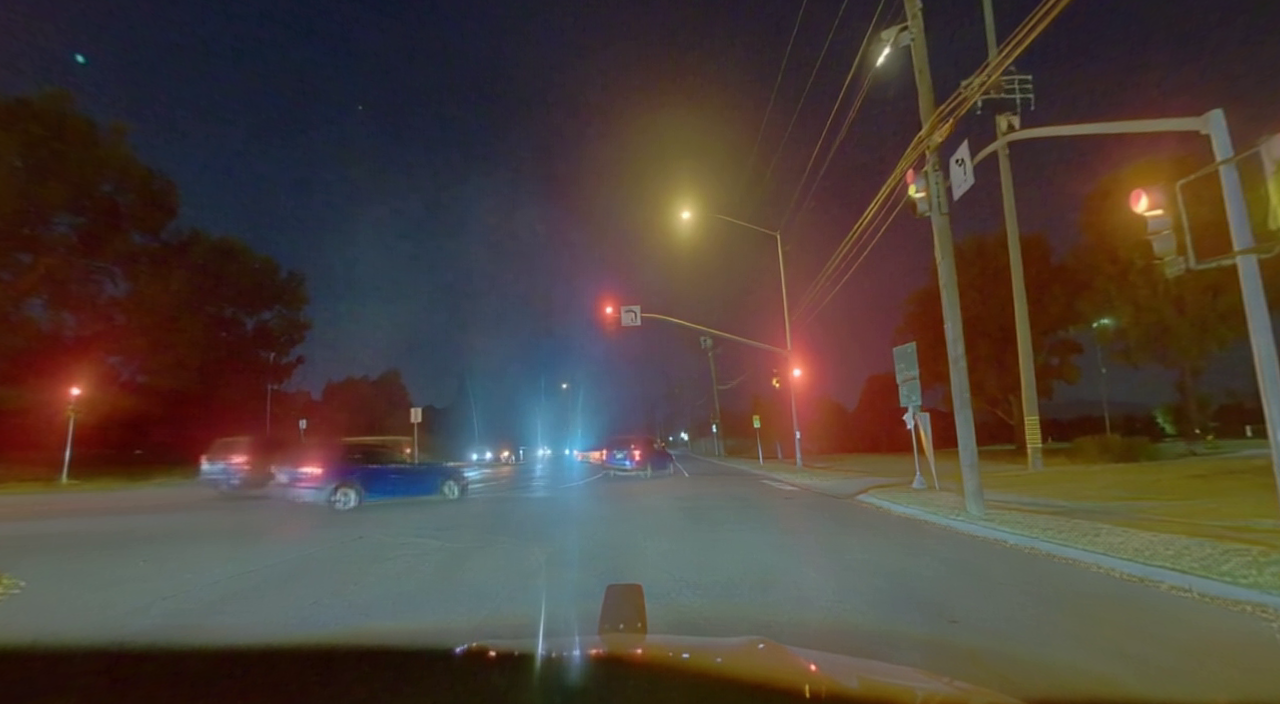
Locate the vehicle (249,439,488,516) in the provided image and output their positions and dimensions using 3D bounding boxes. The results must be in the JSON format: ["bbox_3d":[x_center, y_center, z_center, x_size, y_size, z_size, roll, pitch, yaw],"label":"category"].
[{"bbox_3d":[-6.039,2.748,14.413,2.019,1.455,4.529,-8,-12,43],"label":"vehicle"}]

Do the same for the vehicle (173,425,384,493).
[{"bbox_3d":[-10.549,3.112,18.638,5.044,1.750,1.929,7,-11,-42],"label":"vehicle"}]

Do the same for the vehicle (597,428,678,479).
[{"bbox_3d":[0.046,4.440,27.739,2.137,1.986,5.930,-2,-9,14],"label":"vehicle"}]

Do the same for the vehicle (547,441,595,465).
[{"bbox_3d":[-4.373,6.507,40.473,1.846,1.446,4.531,-2,-9,10],"label":"vehicle"}]
